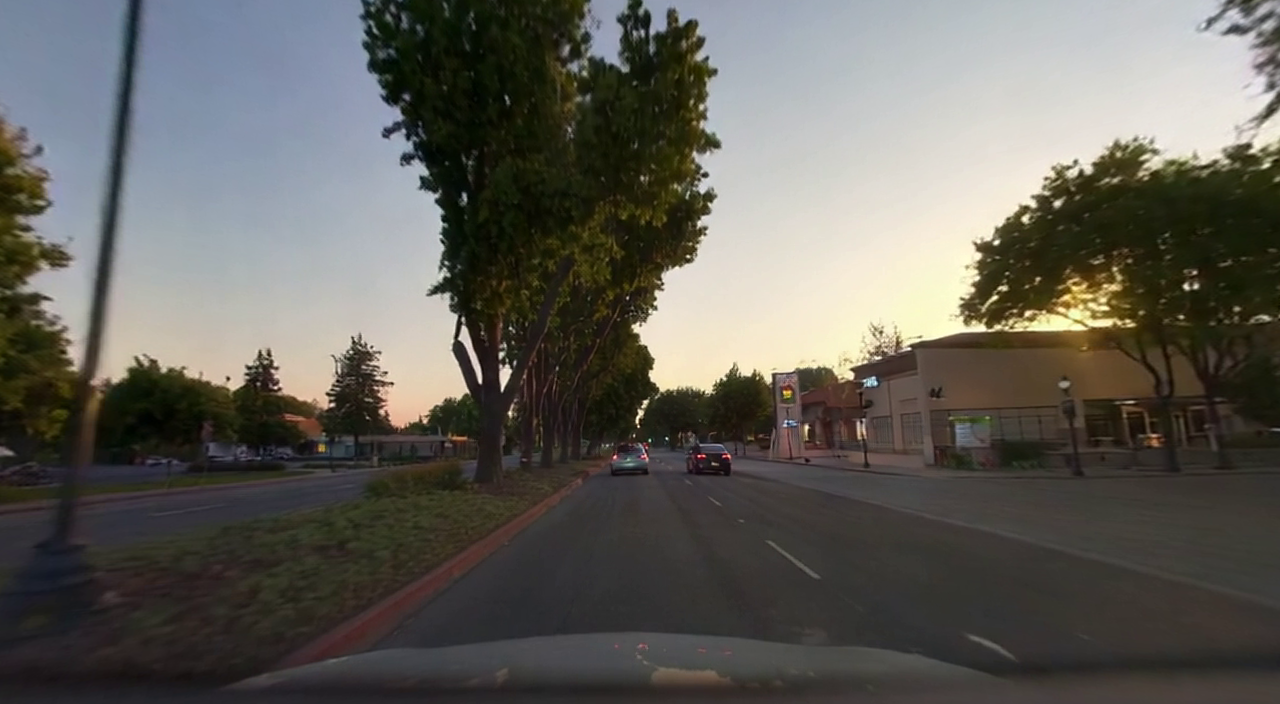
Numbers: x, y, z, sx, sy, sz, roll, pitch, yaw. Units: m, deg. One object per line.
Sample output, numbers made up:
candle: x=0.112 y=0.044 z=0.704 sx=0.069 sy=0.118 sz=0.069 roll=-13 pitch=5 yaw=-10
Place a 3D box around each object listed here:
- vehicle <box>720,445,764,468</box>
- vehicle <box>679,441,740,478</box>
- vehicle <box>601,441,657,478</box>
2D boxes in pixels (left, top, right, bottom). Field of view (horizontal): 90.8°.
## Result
vehicle: x=6.525 y=6.706 z=40.843 sx=2.068 sy=1.393 sz=3.874 roll=0 pitch=-8 yaw=-2
vehicle: x=3.030 y=4.824 z=28.644 sx=2.057 sy=1.491 sz=4.675 roll=0 pitch=-8 yaw=-2
vehicle: x=-0.501 y=4.670 z=27.770 sx=2.242 sy=1.474 sz=4.127 roll=0 pitch=-8 yaw=-2
